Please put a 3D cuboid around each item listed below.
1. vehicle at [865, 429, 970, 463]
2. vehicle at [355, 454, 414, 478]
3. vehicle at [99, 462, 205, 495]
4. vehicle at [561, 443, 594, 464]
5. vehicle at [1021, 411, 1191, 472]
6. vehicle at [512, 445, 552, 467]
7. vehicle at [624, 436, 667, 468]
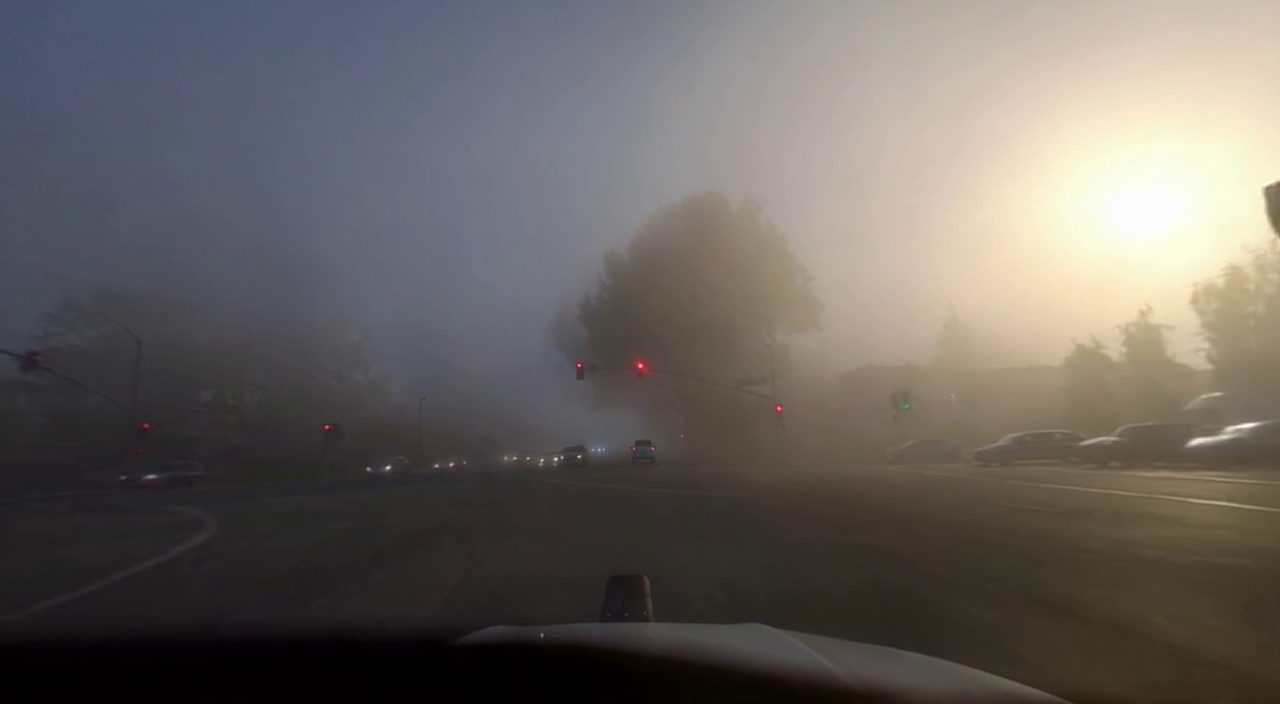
[{"bbox_3d":[15.212,5.200,34.777,4.732,1.713,2.257,-1,-8,3],"label":"vehicle"},{"bbox_3d":[-19.270,8.607,47.785,2.164,1.556,4.678,-2,-8,5],"label":"vehicle"},{"bbox_3d":[-26.825,6.937,34.741,4.403,1.511,2.024,6,-10,-38],"label":"vehicle"},{"bbox_3d":[-4.742,7.761,48.392,1.994,1.494,4.599,-1,-8,1],"label":"vehicle"},{"bbox_3d":[17.524,3.394,23.895,4.554,1.704,2.121,-7,-8,2],"label":"vehicle"},{"bbox_3d":[-7.804,7.535,45.940,2.154,1.499,4.461,-1,-8,0],"label":"vehicle"},{"bbox_3d":[0.318,5.984,37.826,2.437,1.737,4.420,-1,-8,0],"label":"vehicle"}]
